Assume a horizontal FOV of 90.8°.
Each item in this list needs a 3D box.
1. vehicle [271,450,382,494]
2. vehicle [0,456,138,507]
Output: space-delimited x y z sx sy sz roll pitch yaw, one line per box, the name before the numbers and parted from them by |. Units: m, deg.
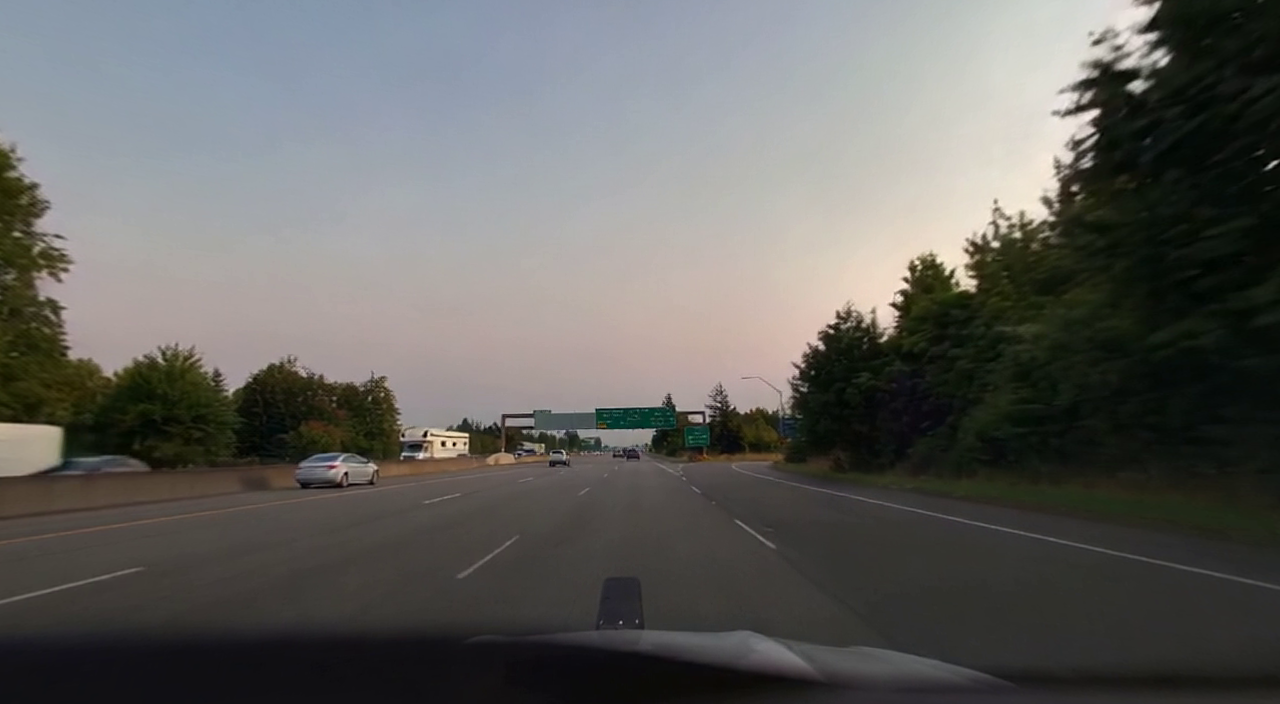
vehicle | -11.602 4.449 23.733 1.981 1.503 4.207 0 -9 0
vehicle | -19.501 4.220 20.965 1.924 1.449 4.472 0 -9 0
